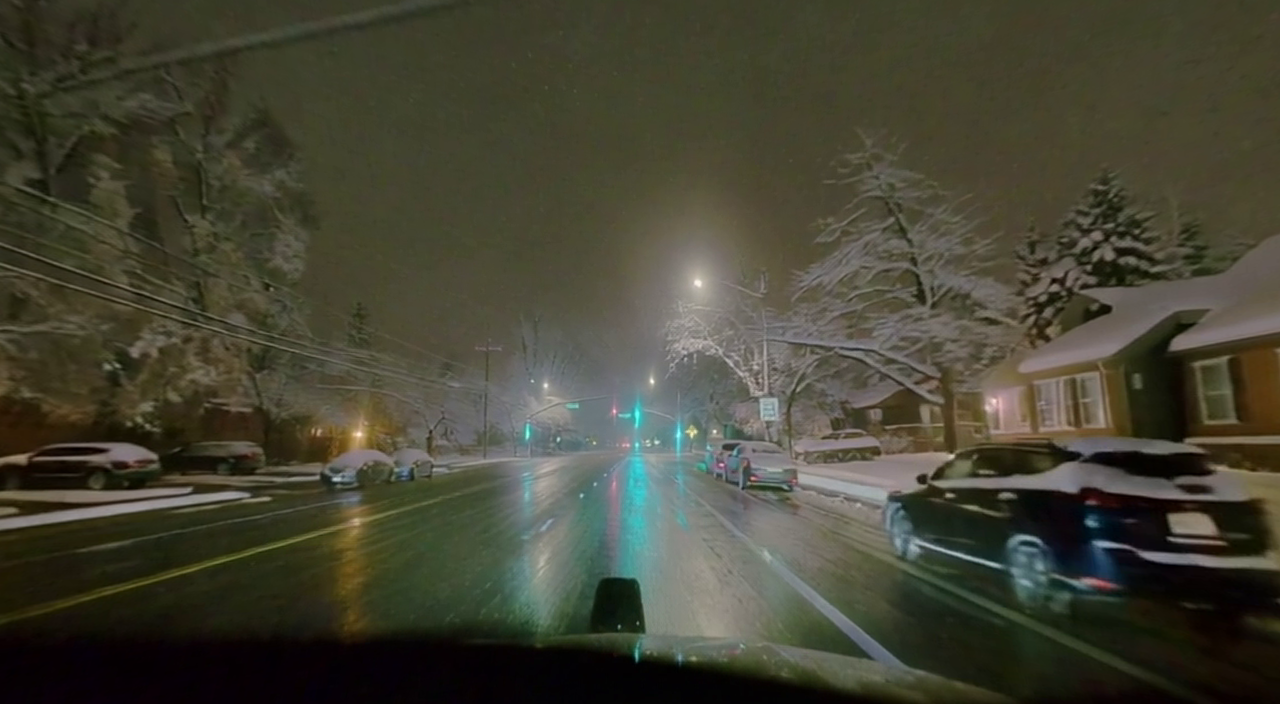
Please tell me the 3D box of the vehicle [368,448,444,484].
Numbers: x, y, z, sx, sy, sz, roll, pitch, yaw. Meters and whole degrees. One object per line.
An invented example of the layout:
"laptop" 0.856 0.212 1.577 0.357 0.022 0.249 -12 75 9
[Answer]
"vehicle" -11.015 5.354 30.119 1.883 1.565 4.696 0 -9 -1

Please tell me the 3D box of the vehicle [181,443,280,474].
"vehicle" -23.892 6.205 37.015 4.304 1.755 2.047 0 -9 -1

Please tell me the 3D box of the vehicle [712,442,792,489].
"vehicle" 3.887 4.020 22.799 2.002 1.493 4.652 0 -9 -1

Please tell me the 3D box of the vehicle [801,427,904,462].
"vehicle" 12.687 5.546 37.983 5.279 2.003 2.233 0 -9 -2

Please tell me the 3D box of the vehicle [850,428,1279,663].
"vehicle" 4.081 1.609 6.509 1.997 1.510 4.555 0 -9 -4

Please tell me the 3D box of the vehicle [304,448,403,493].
"vehicle" -11.021 4.552 24.674 1.895 1.551 4.229 0 -9 0

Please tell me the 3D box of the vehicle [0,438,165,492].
"vehicle" -20.033 3.903 22.001 5.216 1.780 2.045 0 -9 -1
